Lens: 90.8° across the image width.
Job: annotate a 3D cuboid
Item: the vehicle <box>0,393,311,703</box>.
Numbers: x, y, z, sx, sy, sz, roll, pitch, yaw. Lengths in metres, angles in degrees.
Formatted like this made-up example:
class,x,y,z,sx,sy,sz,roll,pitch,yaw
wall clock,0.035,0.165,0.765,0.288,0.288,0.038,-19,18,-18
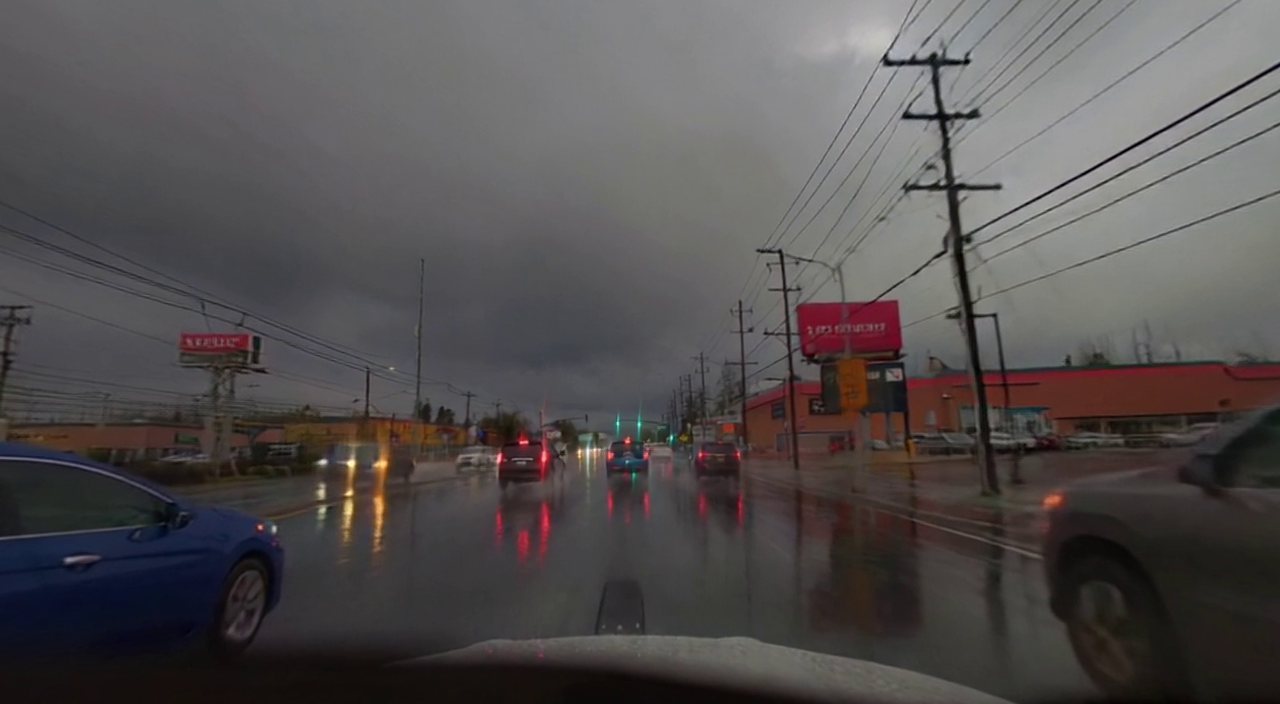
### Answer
class,x,y,z,sx,sy,sz,roll,pitch,yaw
vehicle,-3.291,0.885,2.097,2.022,1.498,4.471,0,-8,-1

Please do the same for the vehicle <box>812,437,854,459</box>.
class,x,y,z,sx,sy,sz,roll,pitch,yaw
vehicle,14.733,7.292,48.133,1.990,1.597,4.475,-5,-9,30

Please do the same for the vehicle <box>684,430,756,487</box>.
class,x,y,z,sx,sy,sz,roll,pitch,yaw
vehicle,2.844,3.880,23.469,2.026,1.904,4.102,0,-8,-1

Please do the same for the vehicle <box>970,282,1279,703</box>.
class,x,y,z,sx,sy,sz,roll,pitch,yaw
vehicle,3.457,0.638,1.829,2.282,1.897,4.915,0,-8,-1

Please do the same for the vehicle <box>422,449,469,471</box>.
class,x,y,z,sx,sy,sz,roll,pitch,yaw
vehicle,-15.181,8.446,49.714,2.258,1.586,4.820,0,-8,-1

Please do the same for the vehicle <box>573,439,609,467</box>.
class,x,y,z,sx,sy,sz,roll,pitch,yaw
vehicle,-3.684,7.731,48.596,2.405,2.009,5.909,0,-8,-1

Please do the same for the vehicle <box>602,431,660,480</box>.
class,x,y,z,sx,sy,sz,roll,pitch,yaw
vehicle,-0.435,4.492,27.722,2.326,1.925,4.253,0,-8,-2

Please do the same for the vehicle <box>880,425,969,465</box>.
class,x,y,z,sx,sy,sz,roll,pitch,yaw
vehicle,16.114,5.336,36.237,2.409,1.981,5.809,-2,-9,0

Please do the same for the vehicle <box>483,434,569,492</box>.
class,x,y,z,sx,sy,sz,roll,pitch,yaw
vehicle,-3.536,3.521,20.405,2.051,1.671,3.861,0,-8,0

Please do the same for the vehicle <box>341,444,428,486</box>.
class,x,y,z,sx,sy,sz,roll,pitch,yaw
vehicle,-11.039,4.883,27.685,2.020,1.633,4.462,0,-8,-2
